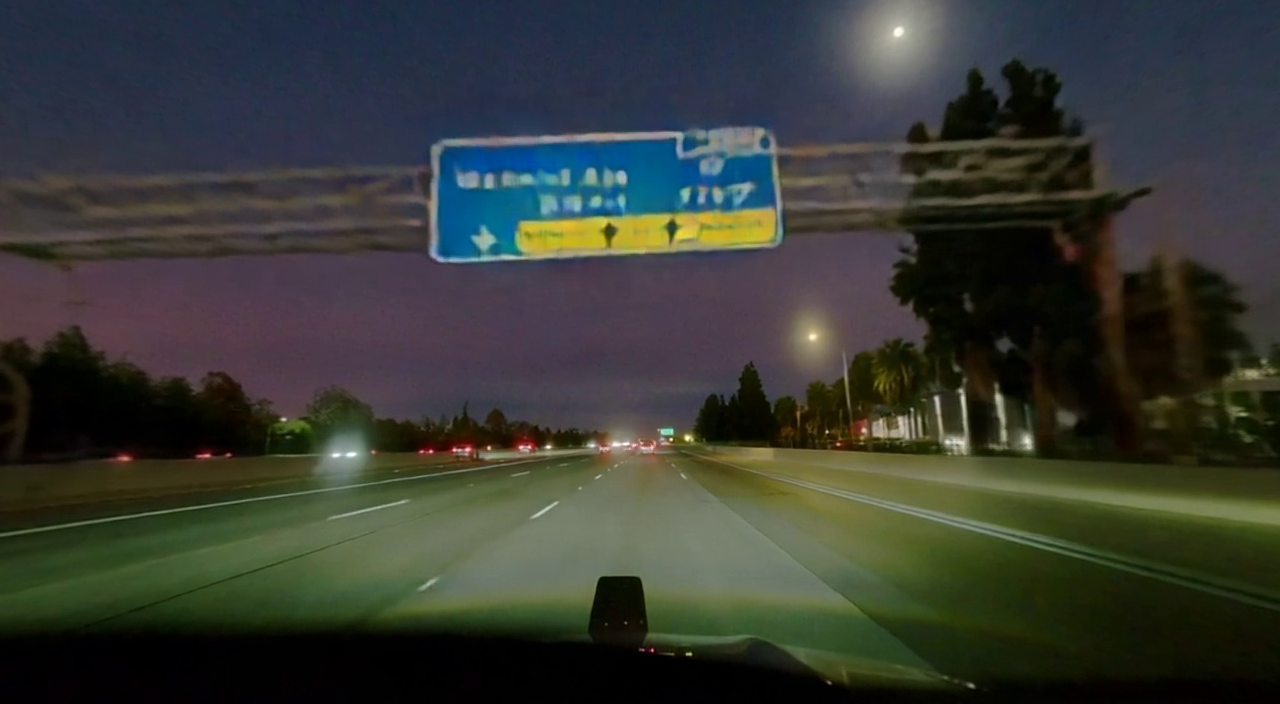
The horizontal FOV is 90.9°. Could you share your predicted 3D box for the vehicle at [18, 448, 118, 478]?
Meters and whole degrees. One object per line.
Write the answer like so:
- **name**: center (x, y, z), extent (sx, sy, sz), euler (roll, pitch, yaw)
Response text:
- **vehicle**: center (-33.746, 6.524, 37.385), extent (1.977, 1.582, 4.243), euler (-1, -8, -1)
